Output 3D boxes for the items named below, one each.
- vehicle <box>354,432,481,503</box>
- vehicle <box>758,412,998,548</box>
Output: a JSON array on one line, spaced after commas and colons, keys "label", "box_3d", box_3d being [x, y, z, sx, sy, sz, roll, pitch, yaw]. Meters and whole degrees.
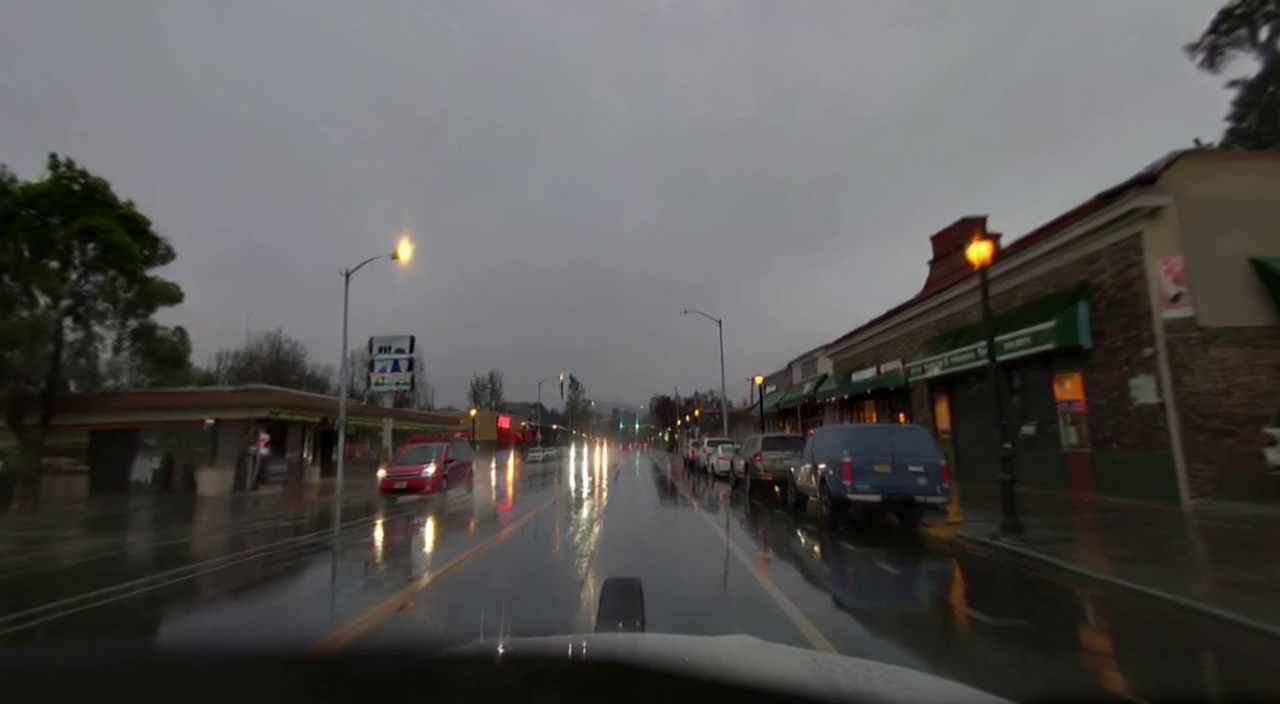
[{"label": "vehicle", "box_3d": [-6.452, 3.402, 19.032, 2.098, 1.838, 4.718, 0, -8, 0]}, {"label": "vehicle", "box_3d": [3.877, 2.227, 11.869, 2.164, 1.880, 6.057, 0, -8, 0]}]
